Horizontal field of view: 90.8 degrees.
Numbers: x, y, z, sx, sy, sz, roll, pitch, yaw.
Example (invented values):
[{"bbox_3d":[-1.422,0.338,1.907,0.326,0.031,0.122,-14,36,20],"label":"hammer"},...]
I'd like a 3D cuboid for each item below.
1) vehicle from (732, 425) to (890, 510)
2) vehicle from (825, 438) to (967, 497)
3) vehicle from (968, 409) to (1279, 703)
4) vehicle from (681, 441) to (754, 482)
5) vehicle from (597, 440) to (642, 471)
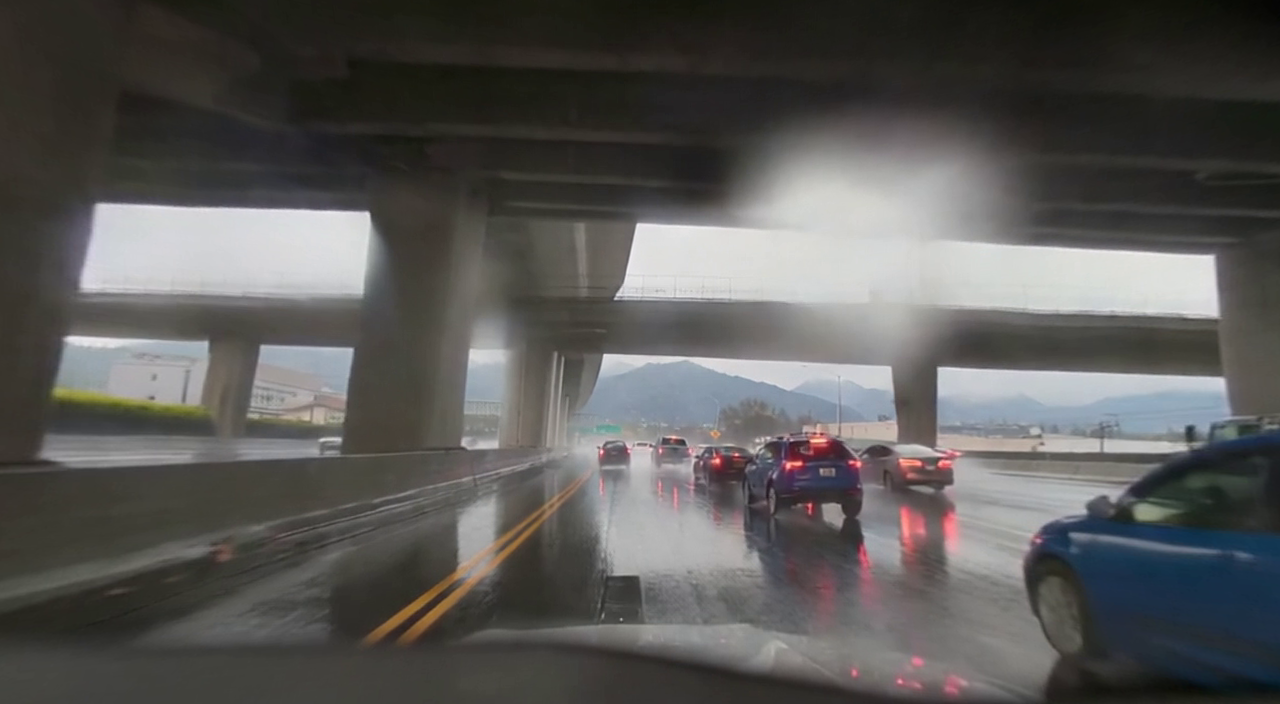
[{"bbox_3d":[3.907,2.754,15.623,2.276,1.739,5.040,0,-8,-3],"label":"vehicle"},{"bbox_3d":[7.533,3.438,19.296,2.025,1.525,5.211,0,-8,-2],"label":"vehicle"},{"bbox_3d":[3.751,1.015,2.927,1.944,1.466,4.540,0,-8,-1],"label":"vehicle"},{"bbox_3d":[2.976,4.335,25.351,2.074,1.455,4.646,0,-8,-3],"label":"vehicle"},{"bbox_3d":[-1.123,5.524,33.856,2.266,1.549,3.978,0,-8,-2],"label":"vehicle"}]
